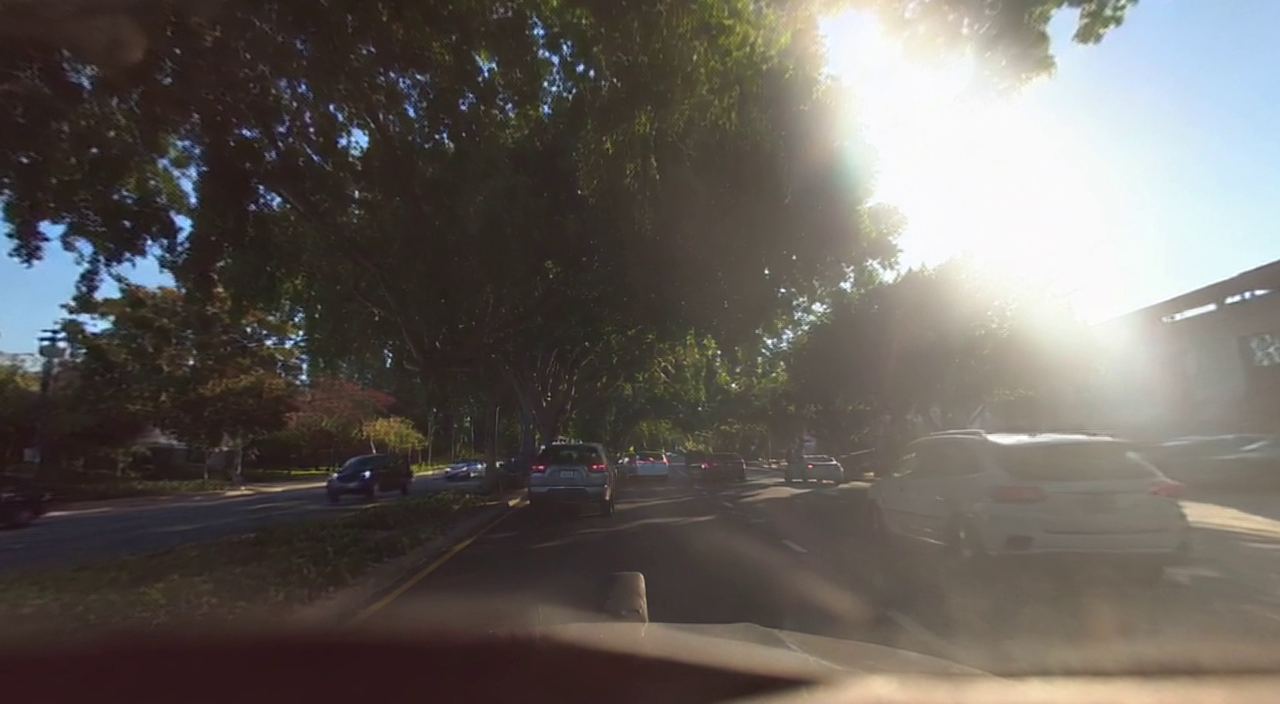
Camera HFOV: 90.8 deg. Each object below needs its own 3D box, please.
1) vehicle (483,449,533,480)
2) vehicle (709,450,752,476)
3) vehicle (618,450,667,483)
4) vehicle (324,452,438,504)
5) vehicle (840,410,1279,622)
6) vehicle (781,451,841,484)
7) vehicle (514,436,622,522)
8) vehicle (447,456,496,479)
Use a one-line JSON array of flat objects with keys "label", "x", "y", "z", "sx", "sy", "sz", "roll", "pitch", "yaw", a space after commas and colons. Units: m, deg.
[{"label": "vehicle", "x": -8.084, "y": 6.928, "z": 39.227, "sx": 2.026, "sy": 1.755, "sz": 4.430, "roll": 0, "pitch": -9, "yaw": 2}, {"label": "vehicle", "x": 5.513, "y": 6.867, "z": 39.193, "sx": 2.175, "sy": 1.477, "sz": 4.520, "roll": 0, "pitch": -9, "yaw": 3}, {"label": "vehicle", "x": 0.127, "y": 5.405, "z": 30.120, "sx": 2.161, "sy": 1.445, "sz": 3.772, "roll": 0, "pitch": -9, "yaw": 1}, {"label": "vehicle", "x": -8.387, "y": 4.083, "z": 20.932, "sx": 1.966, "sy": 1.489, "sz": 4.099, "roll": 0, "pitch": -9, "yaw": 1}, {"label": "vehicle", "x": 4.162, "y": 1.666, "z": 7.385, "sx": 2.220, "sy": 1.715, "sz": 4.335, "roll": 0, "pitch": -9, "yaw": 0}, {"label": "vehicle", "x": 8.378, "y": 5.657, "z": 31.316, "sx": 1.977, "sy": 1.485, "sz": 4.308, "roll": 0, "pitch": -9, "yaw": 3}, {"label": "vehicle", "x": -1.571, "y": 2.789, "z": 14.383, "sx": 2.106, "sy": 1.655, "sz": 3.717, "roll": 1, "pitch": -9, "yaw": -5}, {"label": "vehicle", "x": -11.653, "y": 8.004, "z": 44.049, "sx": 2.126, "sy": 1.434, "sz": 4.305, "roll": 0, "pitch": -9, "yaw": 2}]
